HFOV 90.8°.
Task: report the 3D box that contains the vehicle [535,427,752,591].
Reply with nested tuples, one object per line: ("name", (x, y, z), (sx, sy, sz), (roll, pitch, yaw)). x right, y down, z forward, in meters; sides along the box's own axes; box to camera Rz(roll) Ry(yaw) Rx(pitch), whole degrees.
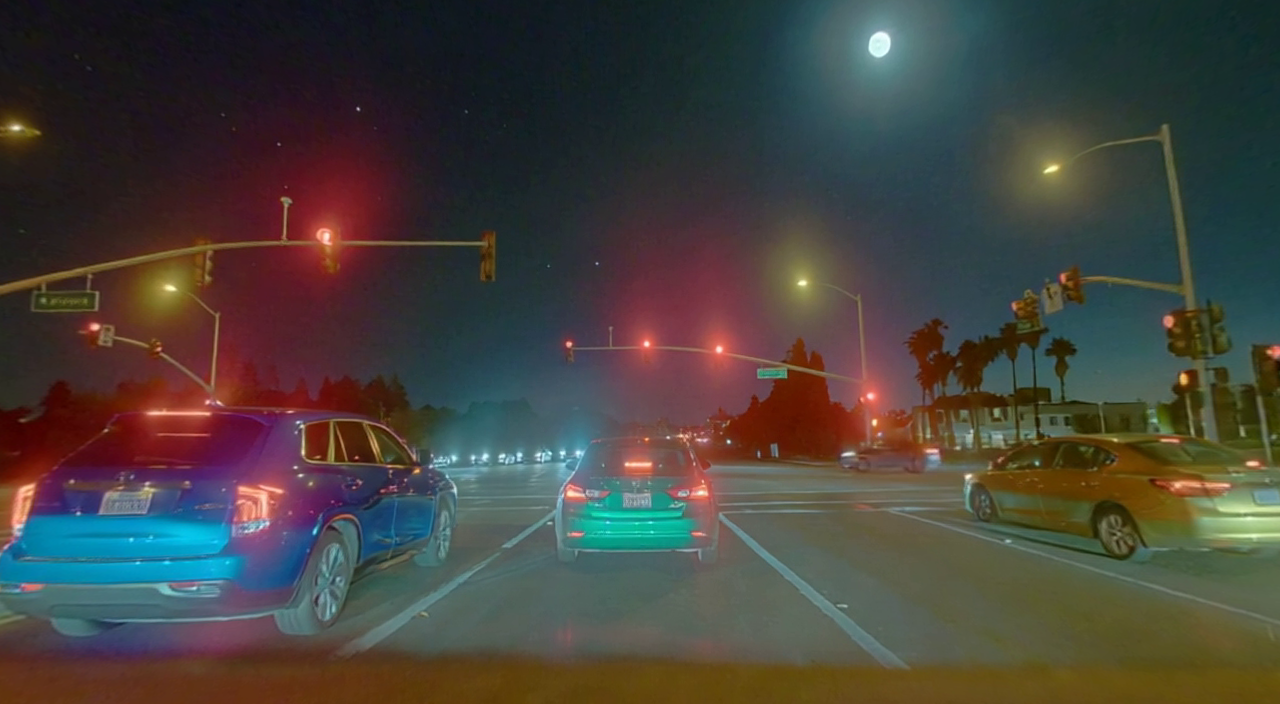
("vehicle", (-0.001, 1.706, 7.717), (1.942, 1.445, 3.973), (0, -8, -1))

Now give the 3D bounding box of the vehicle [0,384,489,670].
("vehicle", (-3.101, 1.367, 6.068), (2.051, 1.682, 4.467), (0, -8, 2))

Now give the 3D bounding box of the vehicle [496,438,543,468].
("vehicle", (-7.936, 6.697, 42.030), (2.130, 1.810, 4.450), (-2, -8, 1))

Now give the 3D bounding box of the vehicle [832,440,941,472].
("vehicle", (12.510, 5.305, 32.278), (4.705, 1.560, 1.887), (0, -8, 0))

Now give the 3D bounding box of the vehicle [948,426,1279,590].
("vehicle", (6.088, 1.761, 8.087), (1.970, 1.489, 4.482), (0, -8, -1))
